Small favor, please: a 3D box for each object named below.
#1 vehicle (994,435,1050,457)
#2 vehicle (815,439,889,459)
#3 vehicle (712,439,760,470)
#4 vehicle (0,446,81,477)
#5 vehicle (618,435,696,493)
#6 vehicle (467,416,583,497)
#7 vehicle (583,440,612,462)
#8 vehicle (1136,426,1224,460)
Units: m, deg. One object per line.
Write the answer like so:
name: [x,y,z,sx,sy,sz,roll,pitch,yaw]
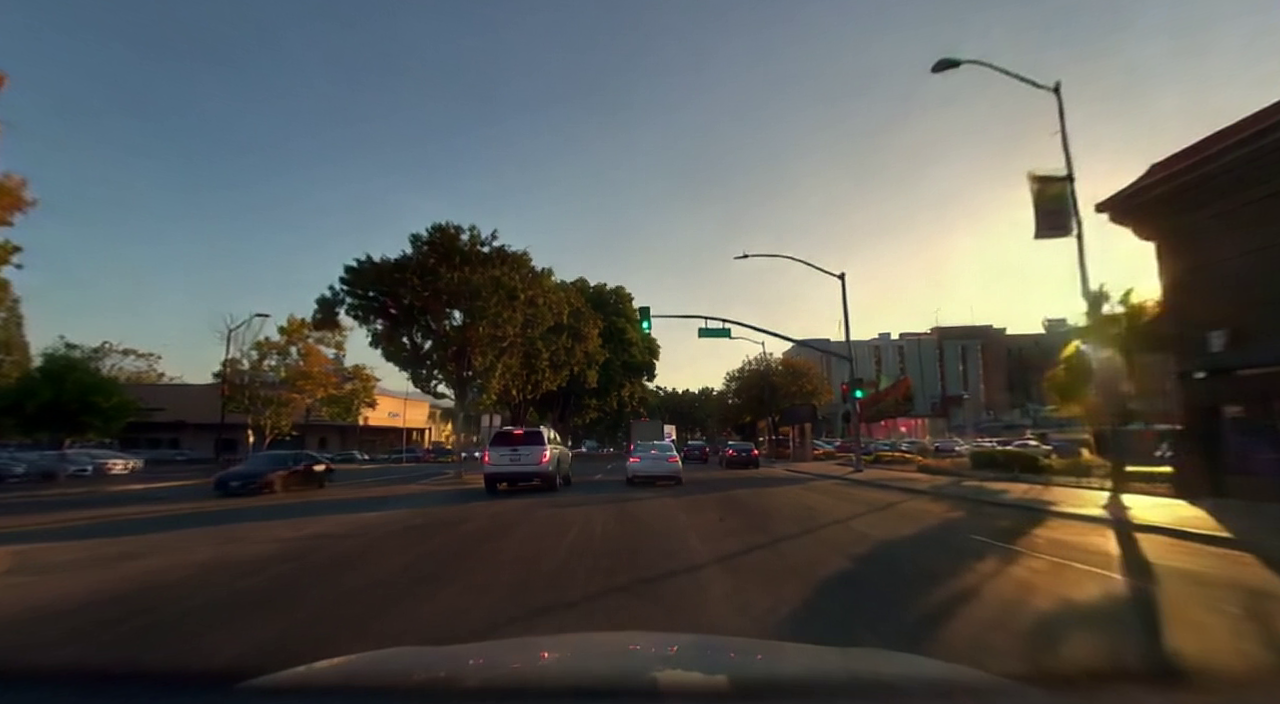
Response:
vehicle: [29.248,7.200,48.217,4.225,1.502,1.915,3,-9,-32]
vehicle: [15.582,7.127,46.385,4.756,1.422,1.831,0,-8,-2]
vehicle: [5.116,5.514,34.119,1.900,1.507,4.151,0,-8,0]
vehicle: [-30.945,5.516,31.890,3.539,1.484,1.771,0,-8,-1]
vehicle: [0.438,3.253,18.663,2.061,1.494,4.079,0,-8,0]
vehicle: [-3.034,2.915,17.928,2.289,1.935,5.227,0,-8,0]
vehicle: [-3.139,7.375,47.090,1.902,1.522,3.523,0,-8,0]
vehicle: [32.892,5.493,38.331,5.720,1.822,2.307,3,-9,-32]
